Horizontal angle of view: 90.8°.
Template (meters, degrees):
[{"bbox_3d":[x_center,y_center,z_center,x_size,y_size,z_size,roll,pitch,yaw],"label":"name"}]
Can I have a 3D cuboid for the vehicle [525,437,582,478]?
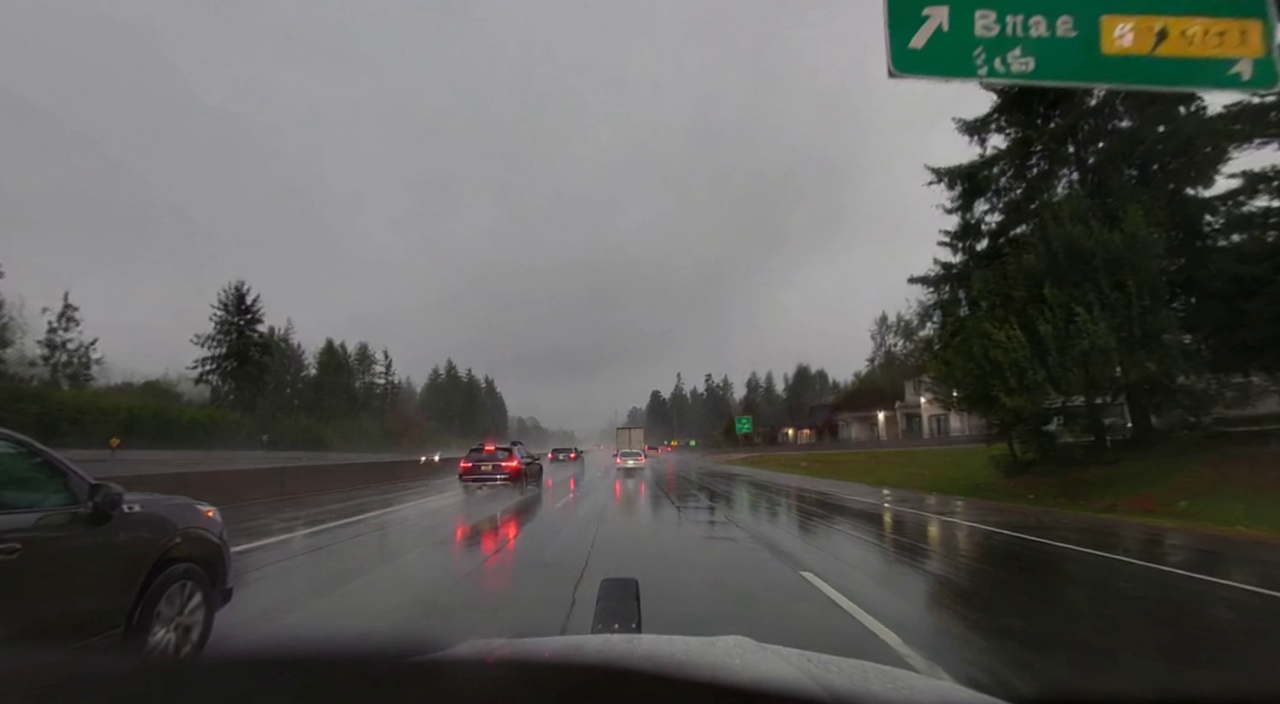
[{"bbox_3d":[-4.399,5.490,33.085,2.301,1.944,5.482,0,-9,-1],"label":"vehicle"}]

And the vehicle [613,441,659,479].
[{"bbox_3d":[-0.232,5.212,30.847,2.063,1.703,4.203,0,-9,-1],"label":"vehicle"}]

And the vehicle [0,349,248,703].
[{"bbox_3d":[-3.524,0.741,1.728,2.027,1.713,4.490,0,-9,-1],"label":"vehicle"}]

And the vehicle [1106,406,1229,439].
[{"bbox_3d":[26.300,3.600,31.653,1.894,1.458,4.268,6,-10,-33],"label":"vehicle"}]

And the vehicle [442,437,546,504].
[{"bbox_3d":[-3.962,3.279,17.914,1.988,1.668,4.021,0,-9,0],"label":"vehicle"}]
